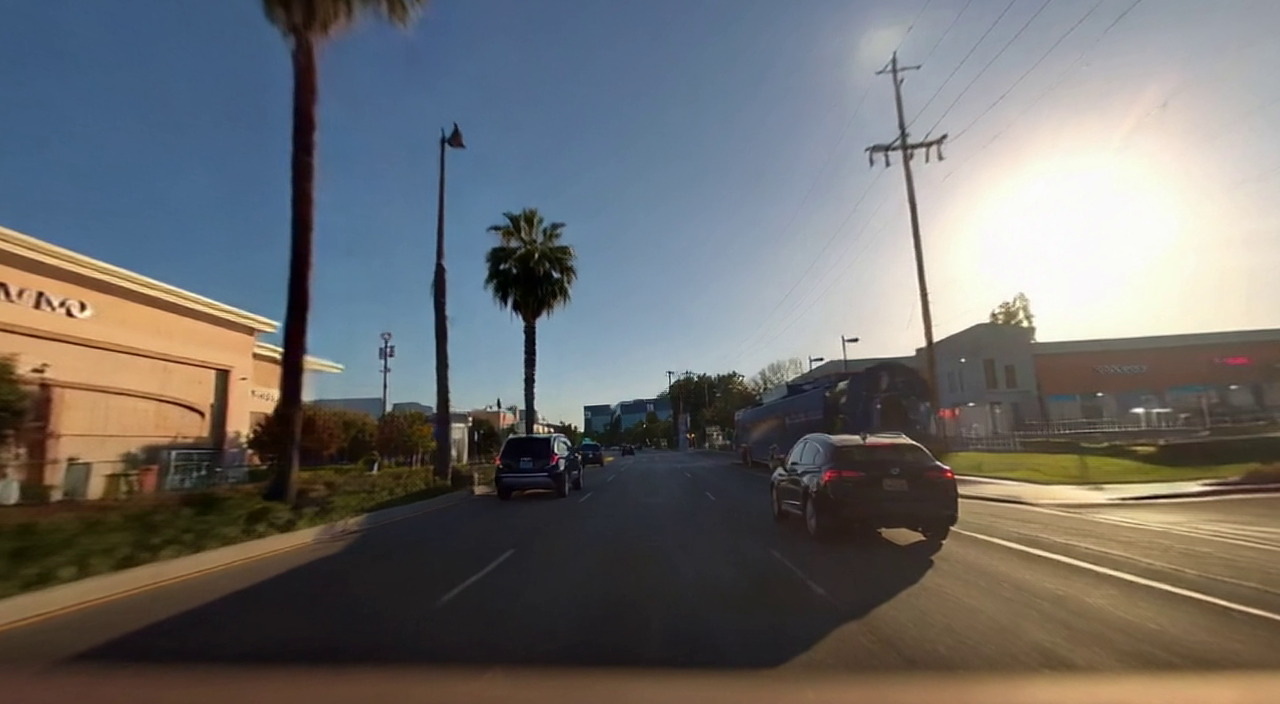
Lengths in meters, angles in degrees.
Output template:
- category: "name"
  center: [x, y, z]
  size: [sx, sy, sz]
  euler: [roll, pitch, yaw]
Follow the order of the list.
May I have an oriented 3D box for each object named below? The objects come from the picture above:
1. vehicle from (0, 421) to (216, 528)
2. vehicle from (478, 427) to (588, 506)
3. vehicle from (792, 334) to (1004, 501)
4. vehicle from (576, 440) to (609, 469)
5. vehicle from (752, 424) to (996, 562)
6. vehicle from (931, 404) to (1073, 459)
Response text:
- category: "vehicle"
  center: [-21.509, 4.592, 24.742]
  size: [3.030, 3.354, 9.135]
  euler: [-1, -9, 2]
- category: "vehicle"
  center: [-2.695, 3.020, 17.026]
  size: [2.058, 1.804, 4.391]
  euler: [-1, -9, 2]
- category: "vehicle"
  center: [7.103, 2.107, 19.090]
  size: [2.902, 3.992, 8.073]
  euler: [0, -8, 0]
- category: "vehicle"
  center: [-3.065, 6.711, 41.398]
  size: [1.998, 1.743, 4.402]
  euler: [0, -9, -2]
- category: "vehicle"
  center: [3.002, 1.896, 9.201]
  size: [1.946, 1.513, 4.133]
  euler: [0, -9, 0]
- category: "vehicle"
  center: [18.028, 4.060, 31.677]
  size: [5.858, 2.544, 2.273]
  euler: [-5, -10, 30]
